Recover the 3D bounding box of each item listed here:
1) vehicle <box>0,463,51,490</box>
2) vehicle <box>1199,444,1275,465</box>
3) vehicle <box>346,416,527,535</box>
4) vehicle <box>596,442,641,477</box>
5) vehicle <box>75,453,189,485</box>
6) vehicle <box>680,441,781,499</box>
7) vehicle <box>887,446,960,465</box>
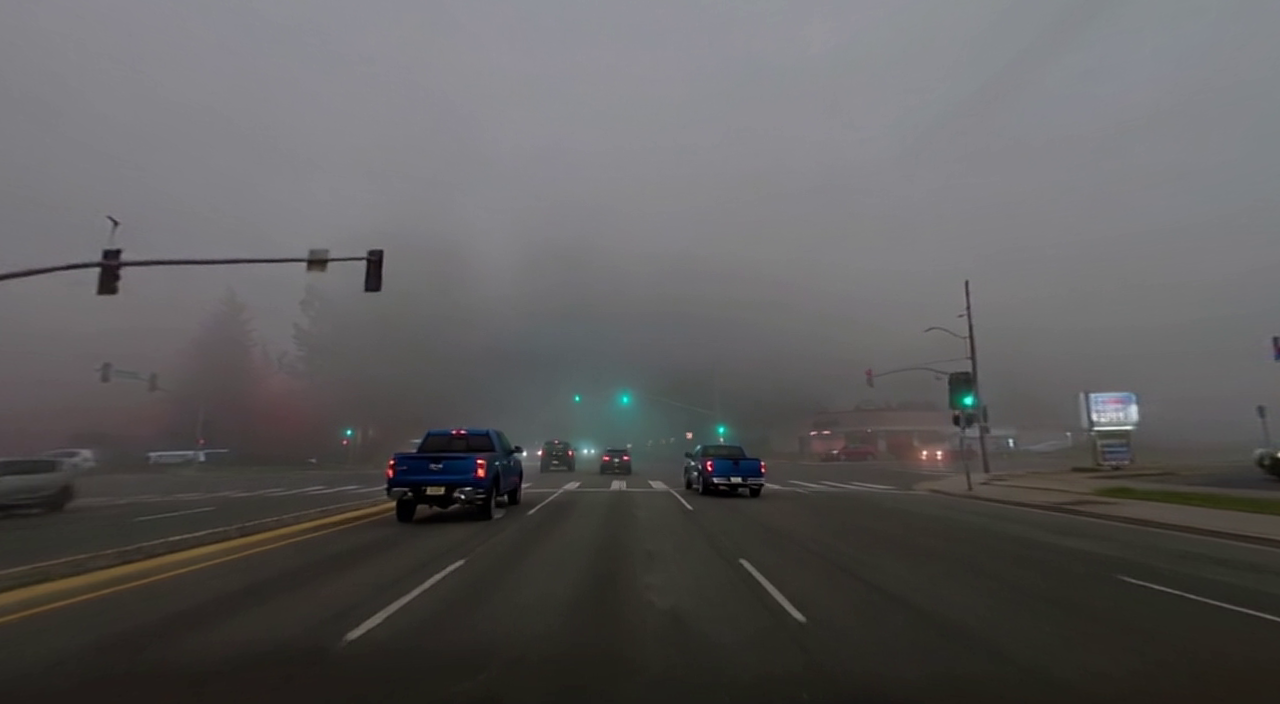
[{"bbox_3d":[-37.803,7.344,37.307,3.849,1.510,1.865,1,-9,-9],"label":"vehicle"},{"bbox_3d":[42.988,7.390,45.512,4.101,1.426,1.853,2,-9,-11],"label":"vehicle"},{"bbox_3d":[-3.805,2.427,13.151,2.195,1.905,5.634,0,-9,-3],"label":"vehicle"},{"bbox_3d":[-1.103,5.253,31.020,2.029,1.605,3.827,1,-9,-4],"label":"vehicle"},{"bbox_3d":[-33.009,7.580,41.190,5.204,1.963,2.395,0,-9,-2],"label":"vehicle"},{"bbox_3d":[2.502,3.401,18.681,2.061,1.487,4.462,1,-9,-3],"label":"vehicle"},{"bbox_3d":[21.771,7.940,48.622,4.789,1.455,1.986,2,-9,-11],"label":"vehicle"}]
